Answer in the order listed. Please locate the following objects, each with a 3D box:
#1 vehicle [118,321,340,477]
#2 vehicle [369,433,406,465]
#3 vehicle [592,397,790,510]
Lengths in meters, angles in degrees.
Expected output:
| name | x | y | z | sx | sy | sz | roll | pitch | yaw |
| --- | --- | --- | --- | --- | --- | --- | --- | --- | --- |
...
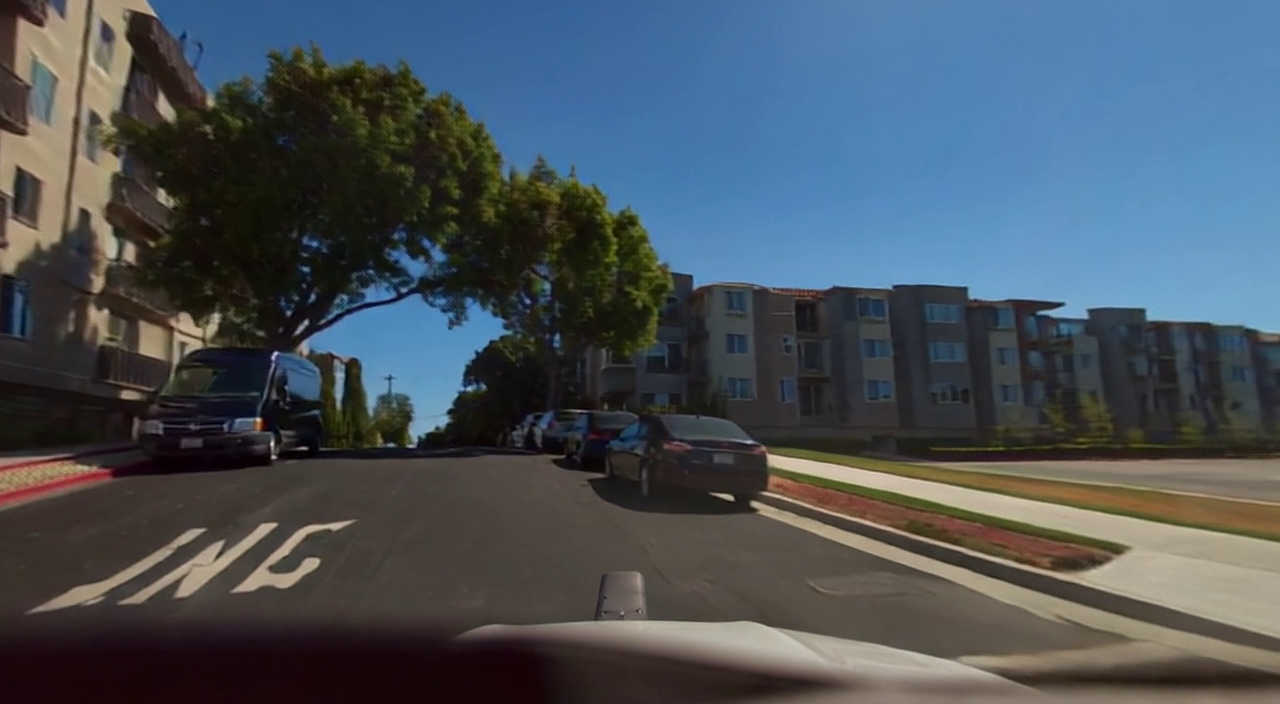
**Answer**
| name | x | y | z | sx | sy | sz | roll | pitch | yaw |
| --- | --- | --- | --- | --- | --- | --- | --- | --- | --- |
| vehicle | -8.847 | 1.186 | 14.579 | 2.546 | 2.664 | 6.863 | -2 | -6 | -18 |
| vehicle | -17.925 | 6.837 | 44.986 | 2.090 | 1.674 | 4.457 | -3 | -3 | -18 |
| vehicle | 0.552 | 1.628 | 10.511 | 1.827 | 1.436 | 4.322 | 1 | -8 | -16 |
